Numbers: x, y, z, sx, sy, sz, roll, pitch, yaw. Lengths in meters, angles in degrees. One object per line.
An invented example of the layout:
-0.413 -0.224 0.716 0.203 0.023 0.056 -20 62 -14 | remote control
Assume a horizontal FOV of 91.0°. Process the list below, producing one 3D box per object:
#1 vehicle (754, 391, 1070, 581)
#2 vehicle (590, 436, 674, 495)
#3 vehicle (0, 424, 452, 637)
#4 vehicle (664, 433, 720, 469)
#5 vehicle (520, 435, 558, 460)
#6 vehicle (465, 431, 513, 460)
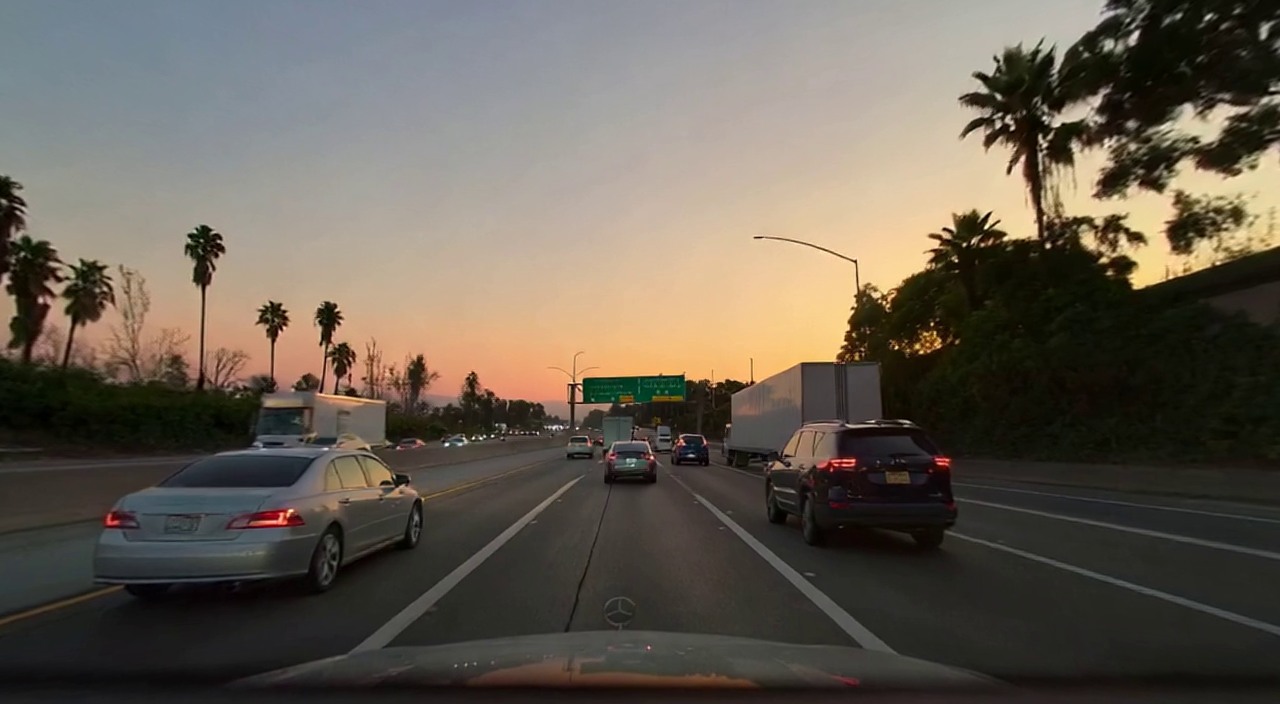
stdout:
3.111 1.653 8.565 2.173 1.870 4.499 0 -8 -1 | vehicle
-0.247 3.167 18.022 2.136 1.470 3.971 0 -8 -1 | vehicle
-3.631 1.534 6.532 1.998 1.423 4.436 0 -8 0 | vehicle
2.795 5.527 35.290 2.476 1.843 5.652 0 -8 -2 | vehicle
-6.961 6.627 43.804 2.018 1.675 4.281 0 -8 -2 | vehicle
-9.907 6.216 41.748 2.131 1.792 4.757 0 -8 -2 | vehicle
